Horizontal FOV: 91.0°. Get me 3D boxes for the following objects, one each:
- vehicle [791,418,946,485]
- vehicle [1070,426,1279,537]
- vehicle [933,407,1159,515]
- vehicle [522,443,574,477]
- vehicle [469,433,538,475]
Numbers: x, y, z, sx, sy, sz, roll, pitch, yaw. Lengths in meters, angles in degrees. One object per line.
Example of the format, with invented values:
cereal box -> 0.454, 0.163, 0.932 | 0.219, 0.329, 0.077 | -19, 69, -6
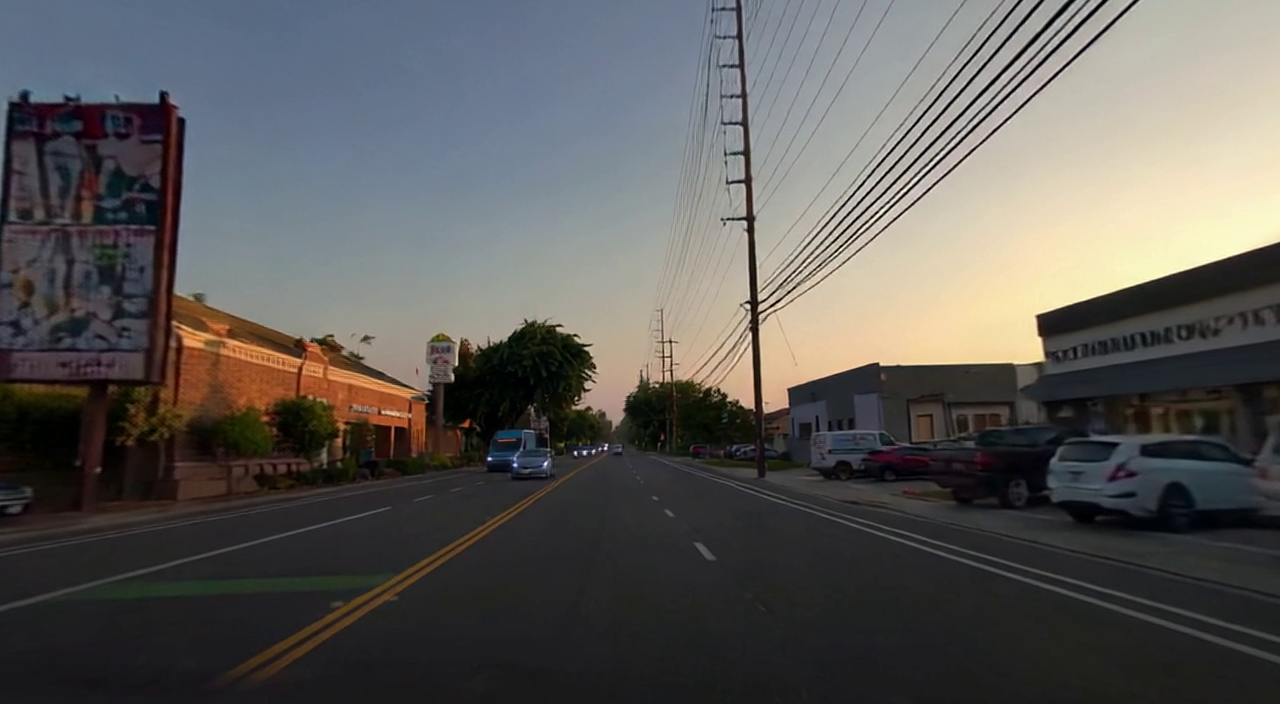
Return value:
vehicle -> 9.138, 3.863, 24.837 | 6.532, 2.291, 2.575 | 6, -11, -38
vehicle -> 9.906, 2.145, 11.114 | 4.667, 1.548, 2.143 | 5, -10, -34
vehicle -> 9.465, 2.427, 14.532 | 5.414, 2.035, 2.476 | 6, -10, -36
vehicle -> -4.526, 5.399, 31.709 | 1.998, 1.562, 4.433 | 0, -8, -1
vehicle -> -8.418, 6.383, 39.819 | 2.909, 2.362, 7.390 | 0, -8, -1
